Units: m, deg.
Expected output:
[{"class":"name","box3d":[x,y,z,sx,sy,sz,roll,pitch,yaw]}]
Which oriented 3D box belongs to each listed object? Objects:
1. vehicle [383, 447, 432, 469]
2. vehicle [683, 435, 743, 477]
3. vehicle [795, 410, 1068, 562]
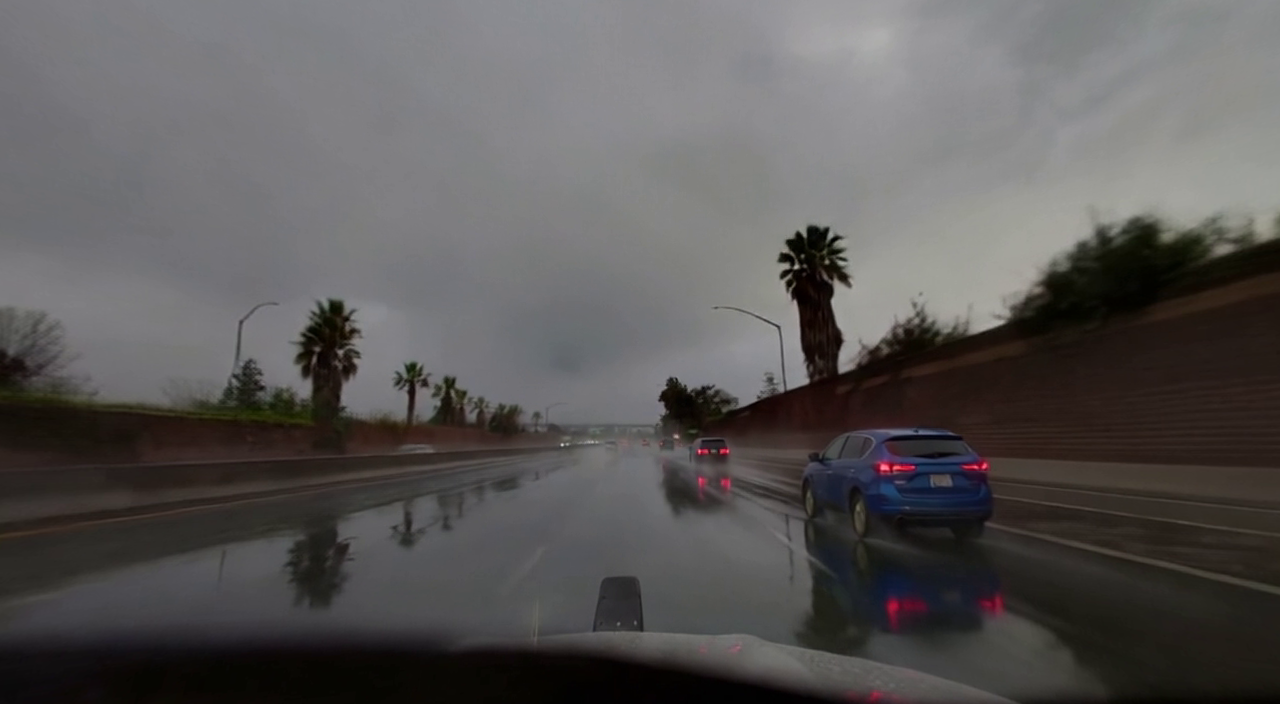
[{"class":"vehicle","box3d":[-15.694,7.152,42.930,1.728,1.444,4.342,0,-9,0]},{"class":"vehicle","box3d":[3.123,4.604,28.149,2.045,1.688,4.313,0,-9,-2]},{"class":"vehicle","box3d":[3.812,1.817,9.289,1.910,1.696,4.187,0,-9,-1]}]
